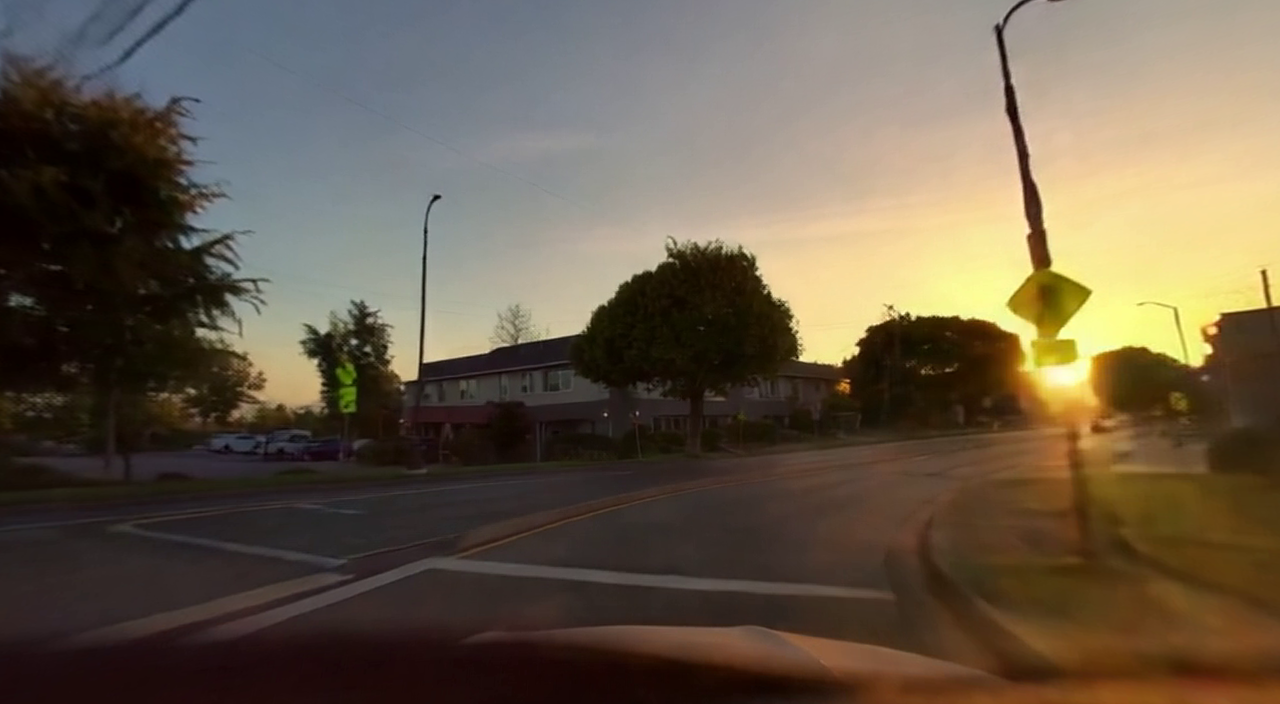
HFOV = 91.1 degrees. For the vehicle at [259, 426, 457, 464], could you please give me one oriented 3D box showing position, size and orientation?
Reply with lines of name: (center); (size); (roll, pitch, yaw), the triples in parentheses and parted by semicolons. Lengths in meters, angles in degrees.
vehicle: (-19.647, 6.718, 45.153); (2.837, 2.354, 12.960); (-7, -11, 40)
